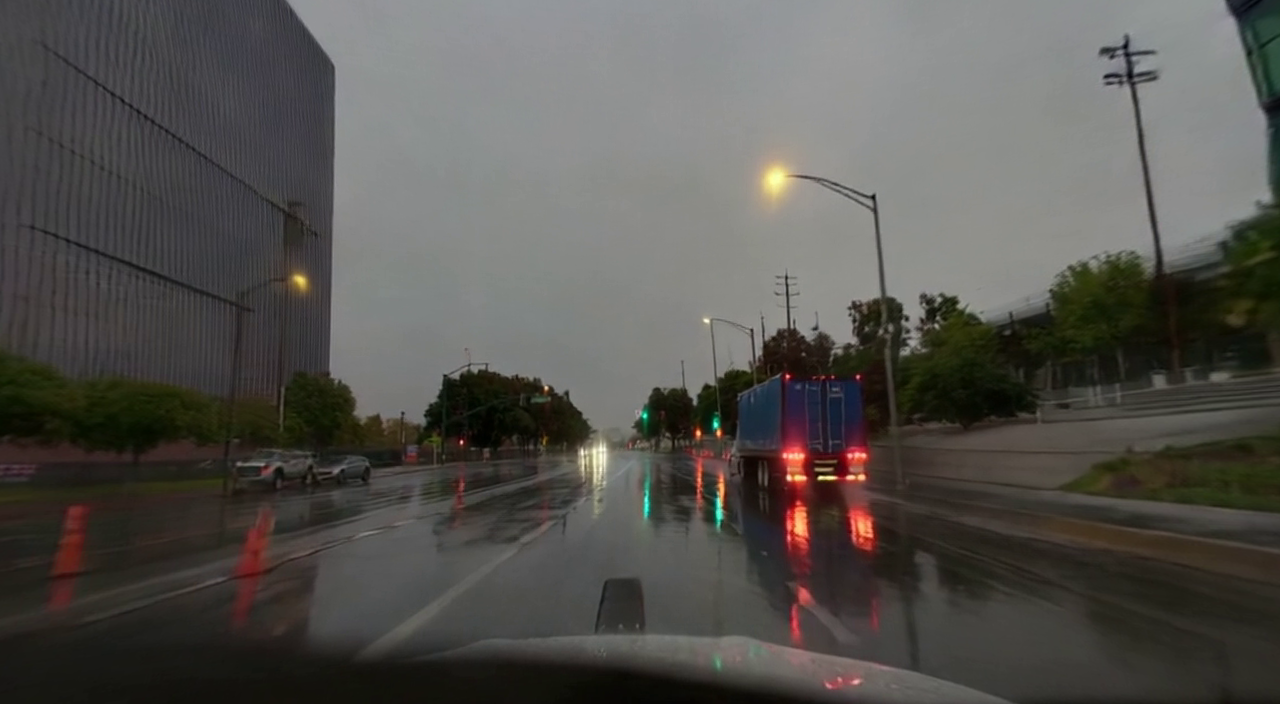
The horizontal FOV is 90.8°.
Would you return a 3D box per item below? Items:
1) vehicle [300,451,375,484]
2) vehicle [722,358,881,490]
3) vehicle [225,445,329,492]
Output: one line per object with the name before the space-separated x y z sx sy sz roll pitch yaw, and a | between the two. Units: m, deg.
vehicle | -16.838 6.400 35.472 1.925 1.665 4.893 0 -9 -1
vehicle | 5.437 2.876 23.735 3.176 3.913 9.805 0 -9 -1
vehicle | -16.807 5.363 29.624 1.937 1.984 4.928 0 -9 0
